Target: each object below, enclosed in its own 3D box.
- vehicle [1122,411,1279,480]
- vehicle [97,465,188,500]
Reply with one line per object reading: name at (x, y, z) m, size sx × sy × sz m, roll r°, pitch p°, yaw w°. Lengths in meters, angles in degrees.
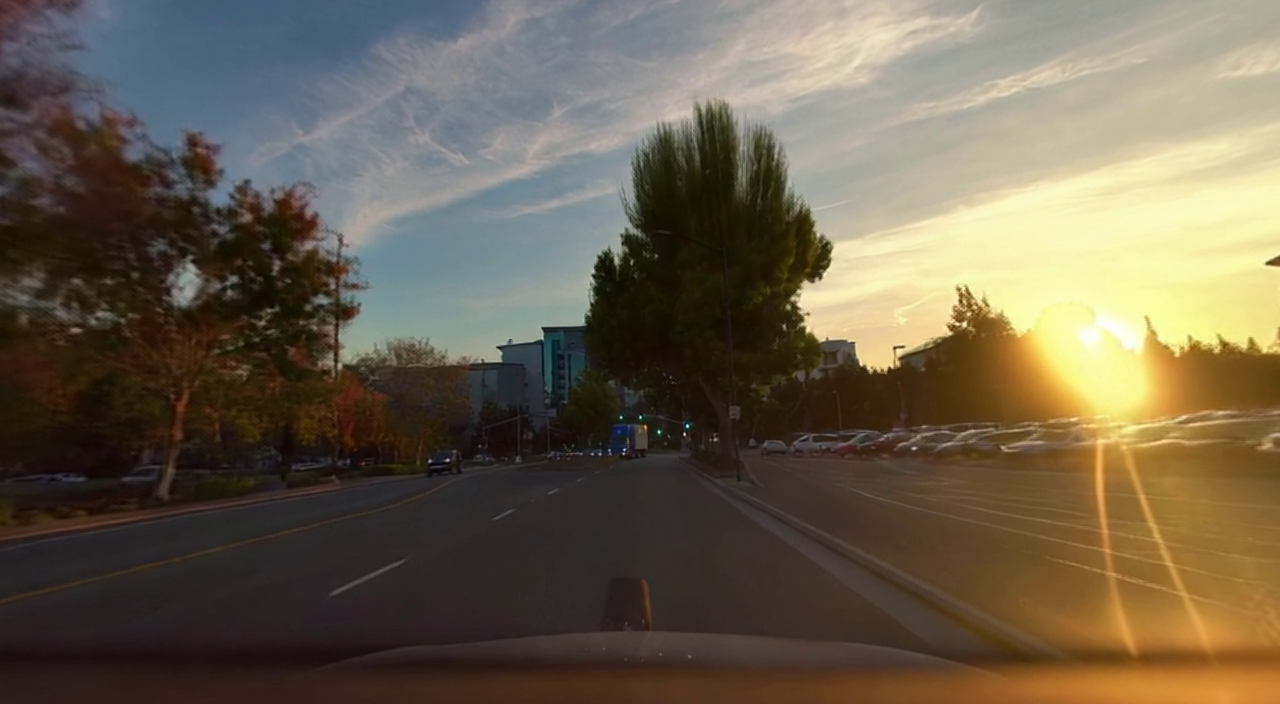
vehicle at (15.939, 2.569, 17.319) m, size 3.917 × 1.737 × 1.922 m, roll 1°, pitch -9°, yaw -8°
vehicle at (-30.260, 7.929, 38.518) m, size 1.967 × 1.877 × 4.256 m, roll 0°, pitch -9°, yaw 0°
